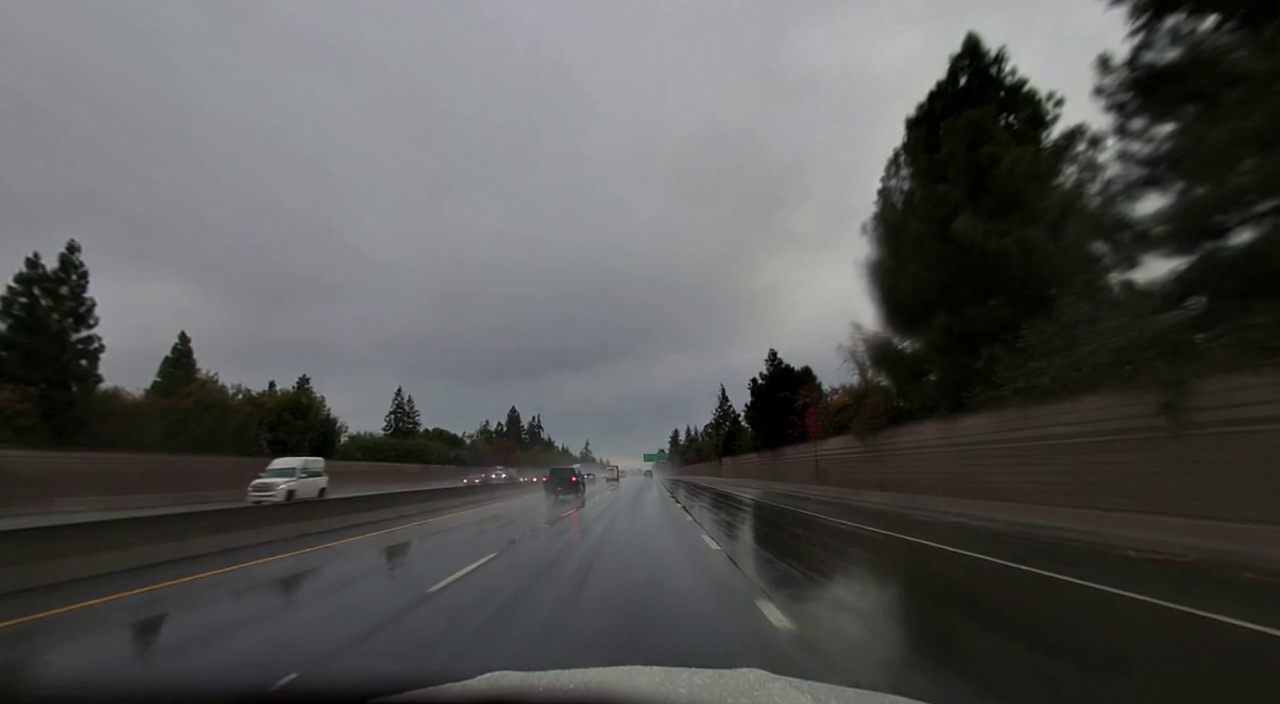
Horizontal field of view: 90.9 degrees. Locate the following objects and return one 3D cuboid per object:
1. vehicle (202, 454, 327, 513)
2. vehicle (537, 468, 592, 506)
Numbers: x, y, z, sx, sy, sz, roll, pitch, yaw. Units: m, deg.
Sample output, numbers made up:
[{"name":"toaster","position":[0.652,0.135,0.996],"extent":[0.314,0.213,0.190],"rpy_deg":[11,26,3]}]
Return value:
[{"name":"vehicle","position":[-20.518,7.237,34.982],"extent":[2.547,2.879,6.735],"rpy_deg":[0,-11,1]},{"name":"vehicle","position":[-3.201,5.829,27.393],"extent":[1.863,1.486,3.852],"rpy_deg":[0,-11,1]}]
